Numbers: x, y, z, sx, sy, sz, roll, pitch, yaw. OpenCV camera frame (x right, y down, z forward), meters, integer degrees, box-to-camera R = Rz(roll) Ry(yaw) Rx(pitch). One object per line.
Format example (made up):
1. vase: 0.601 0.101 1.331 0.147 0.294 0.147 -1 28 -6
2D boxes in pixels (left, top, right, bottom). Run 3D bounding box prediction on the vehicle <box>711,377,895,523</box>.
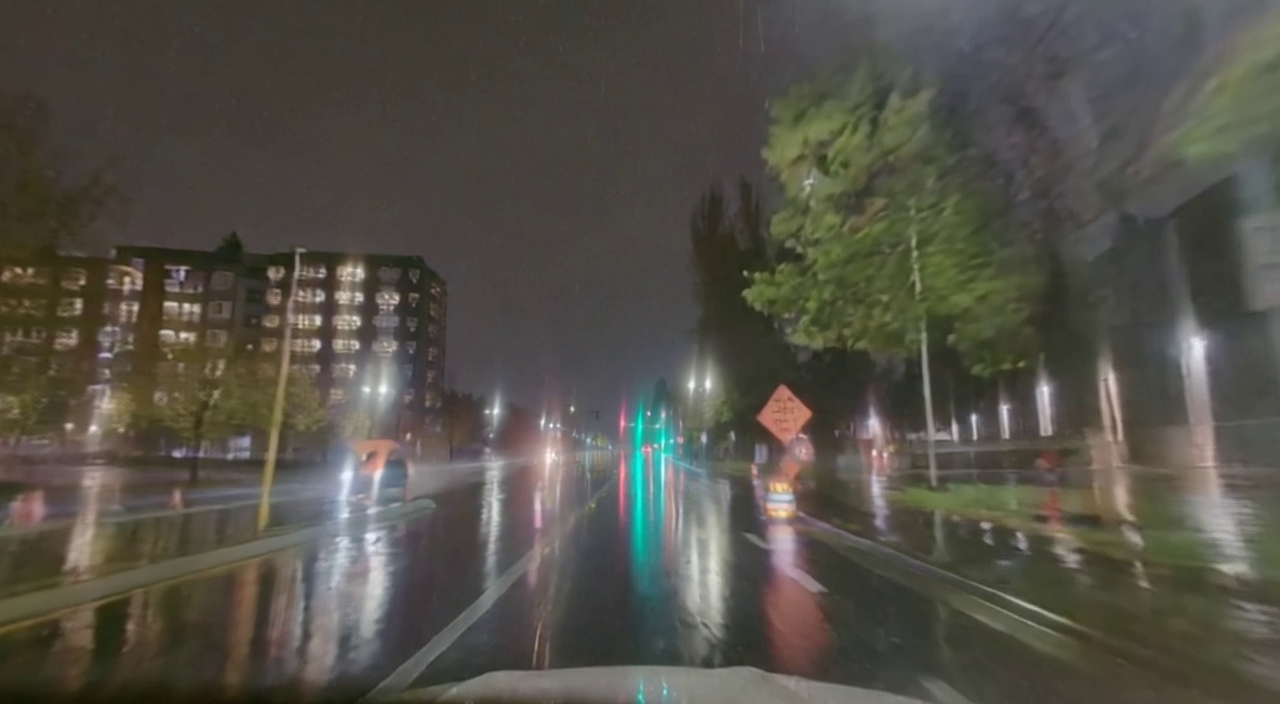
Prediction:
1. vehicle: 3.246 2.046 13.536 2.849 2.686 3.176 0 -8 -4
